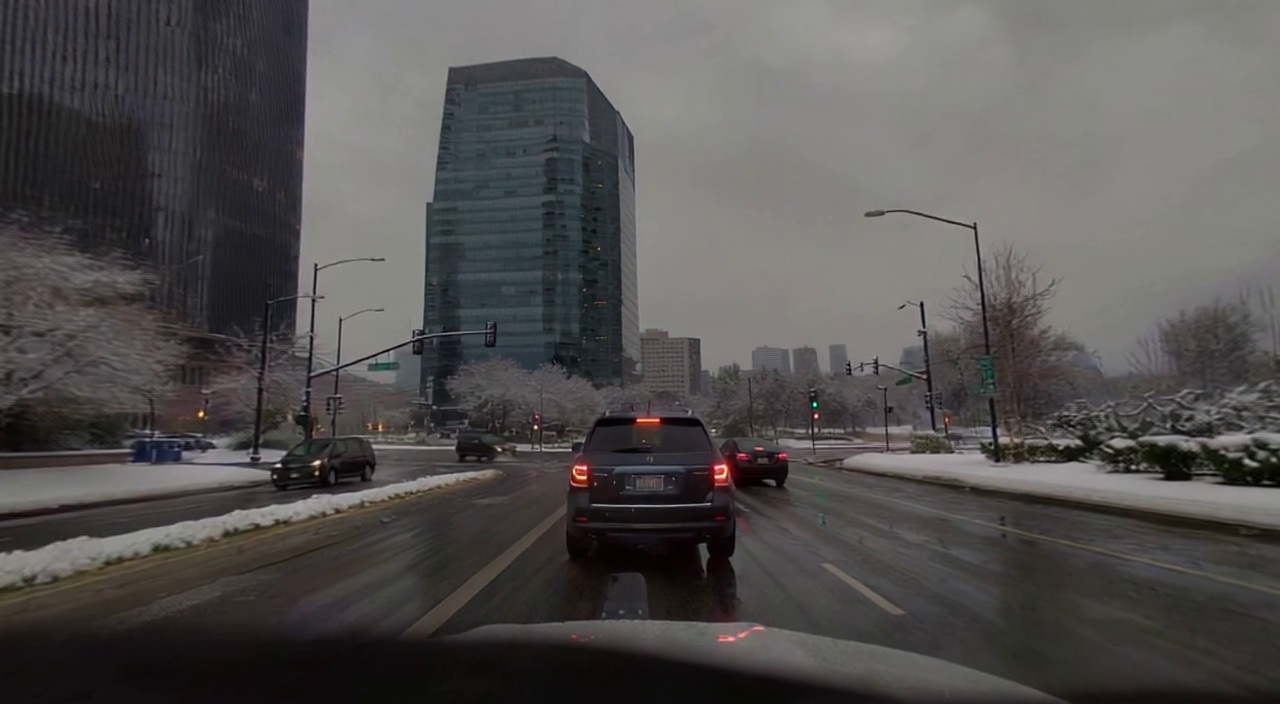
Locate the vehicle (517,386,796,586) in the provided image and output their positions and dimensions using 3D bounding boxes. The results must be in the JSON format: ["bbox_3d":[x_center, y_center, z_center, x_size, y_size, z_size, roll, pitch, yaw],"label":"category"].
[{"bbox_3d":[0.148,1.605,8.262,2.601,1.878,4.535,0,-9,0],"label":"vehicle"}]

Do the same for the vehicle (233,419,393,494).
[{"bbox_3d":[-11.481,3.775,22.951,2.717,2.310,6.448,1,-9,-4],"label":"vehicle"}]

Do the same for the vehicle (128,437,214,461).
[{"bbox_3d":[-34.616,7.175,46.556,4.622,1.742,1.965,0,-9,-2],"label":"vehicle"}]
